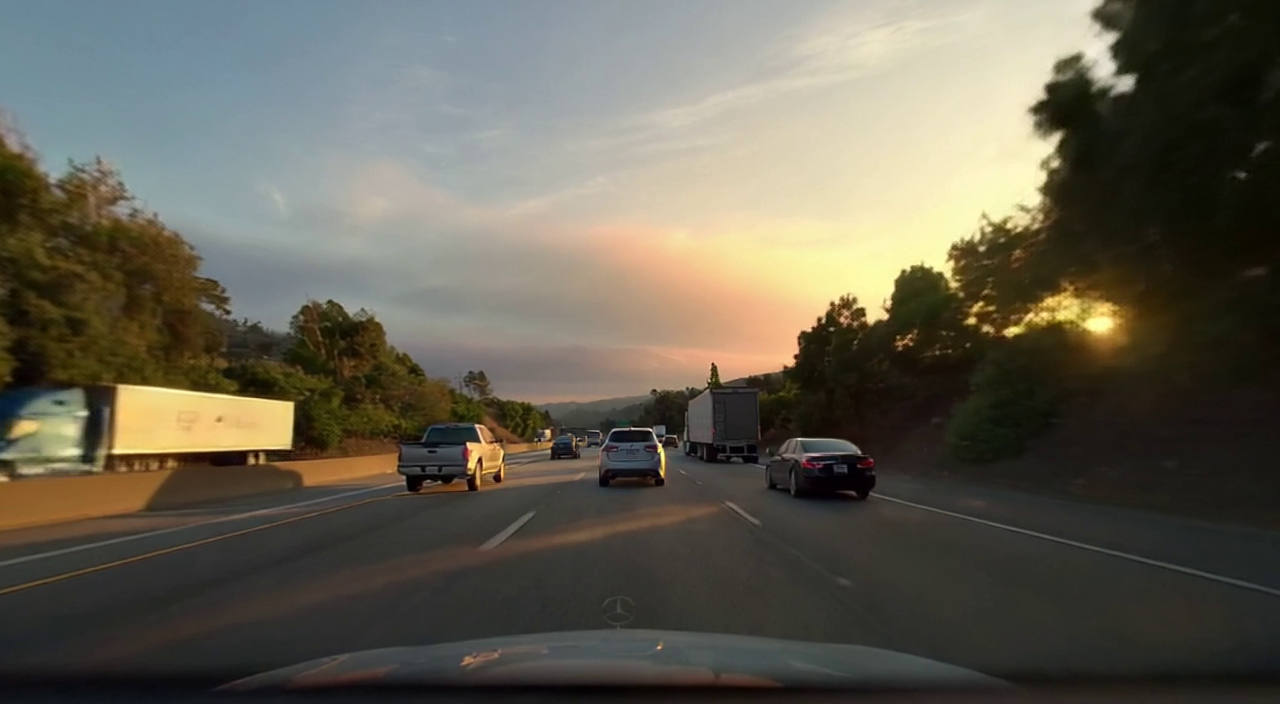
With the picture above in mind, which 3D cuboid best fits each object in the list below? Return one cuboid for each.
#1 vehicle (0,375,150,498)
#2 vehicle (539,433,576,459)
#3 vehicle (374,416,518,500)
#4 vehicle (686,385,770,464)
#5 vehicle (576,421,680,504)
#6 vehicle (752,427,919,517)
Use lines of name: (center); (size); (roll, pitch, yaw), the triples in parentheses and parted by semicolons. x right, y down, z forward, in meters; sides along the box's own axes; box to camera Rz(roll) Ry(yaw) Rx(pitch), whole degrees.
vehicle: (-21.259, 2.971, 22.354); (3.048, 3.785, 5.664); (0, -8, -1)
vehicle: (-5.437, 6.239, 42.041); (1.971, 1.648, 3.983); (0, -8, -1)
vehicle: (-4.567, 2.557, 15.772); (2.101, 1.767, 4.702); (0, -8, 0)
vehicle: (5.146, 4.715, 40.137); (2.888, 4.135, 14.071); (0, -8, -2)
vehicle: (-0.277, 2.490, 14.670); (2.083, 1.647, 3.799); (0, -8, -1)
vehicle: (3.645, 2.280, 12.590); (1.951, 1.477, 3.963); (0, -8, -2)
